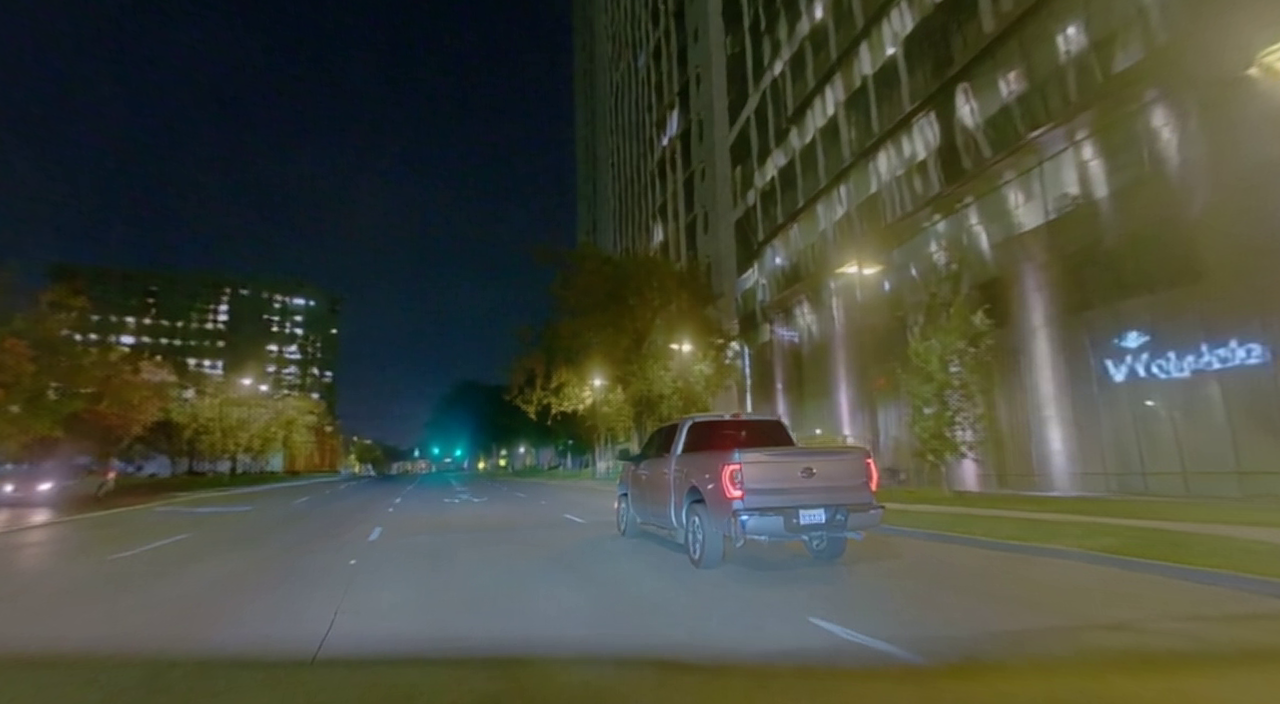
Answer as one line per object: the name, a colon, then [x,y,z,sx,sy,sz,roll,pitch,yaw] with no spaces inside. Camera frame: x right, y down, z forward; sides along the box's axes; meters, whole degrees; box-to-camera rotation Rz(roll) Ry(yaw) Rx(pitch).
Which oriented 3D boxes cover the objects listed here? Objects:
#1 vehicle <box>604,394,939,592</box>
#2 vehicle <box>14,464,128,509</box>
vehicle: [1.270,1.830,9.280,2.402,1.922,5.677,2,-9,-16]
vehicle: [-25.564,6.002,28.627,2.037,1.725,4.632,3,-9,-18]
